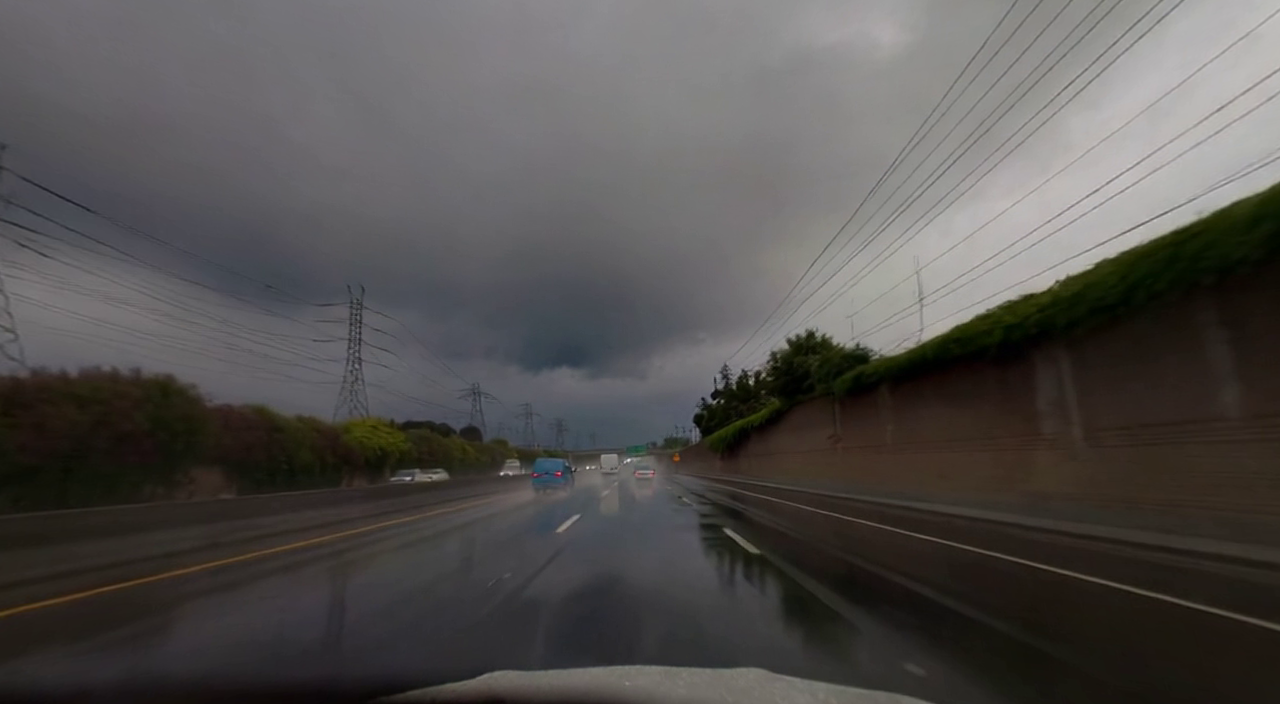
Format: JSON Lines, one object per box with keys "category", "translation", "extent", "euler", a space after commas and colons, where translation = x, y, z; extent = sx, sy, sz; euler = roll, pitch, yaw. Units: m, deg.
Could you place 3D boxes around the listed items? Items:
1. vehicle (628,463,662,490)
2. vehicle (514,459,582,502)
{"category": "vehicle", "translation": [0.289, 7.734, 39.367], "extent": [2.006, 1.554, 3.863], "euler": [1, -10, 0]}
{"category": "vehicle", "translation": [-3.635, 5.203, 25.754], "extent": [2.023, 1.541, 4.543], "euler": [1, -10, 1]}
